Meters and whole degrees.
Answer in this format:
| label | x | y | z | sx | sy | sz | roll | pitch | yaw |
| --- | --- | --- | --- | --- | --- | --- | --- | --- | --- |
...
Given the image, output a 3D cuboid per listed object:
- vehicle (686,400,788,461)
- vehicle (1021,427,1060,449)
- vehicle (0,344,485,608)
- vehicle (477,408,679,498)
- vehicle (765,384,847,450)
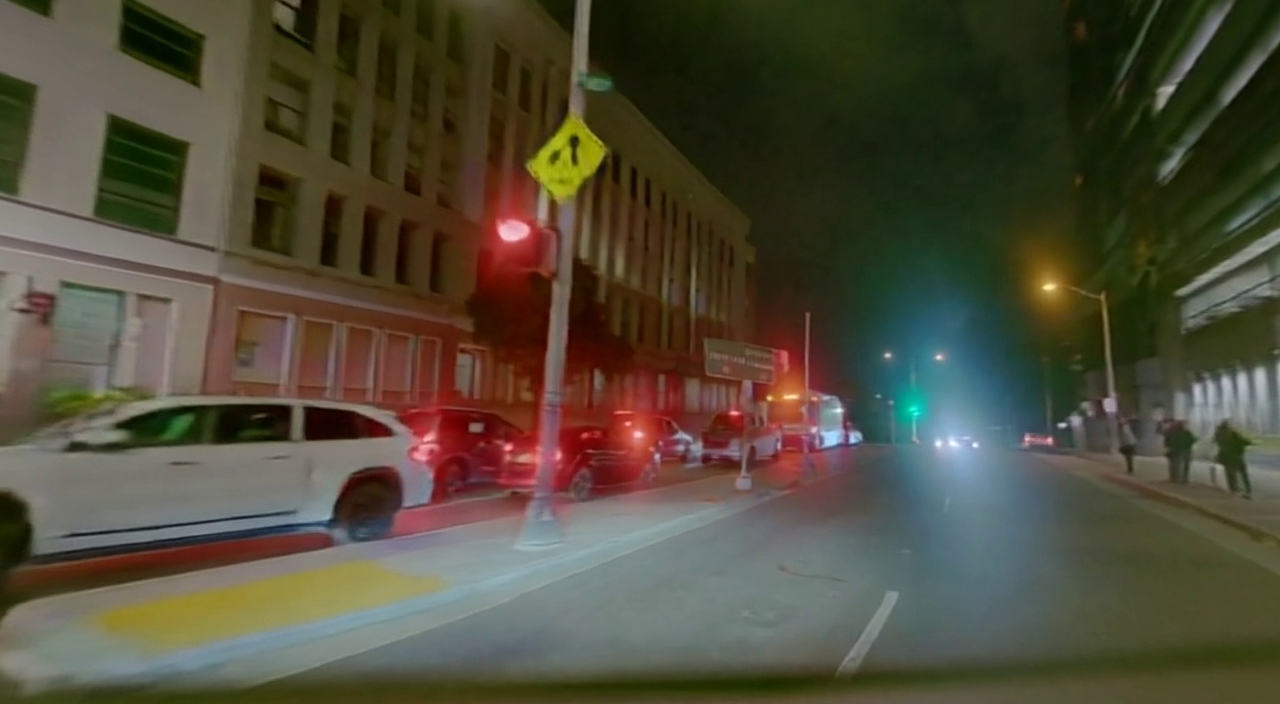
| label | x | y | z | sx | sy | sz | roll | pitch | yaw |
| --- | --- | --- | --- | --- | --- | --- | --- | --- | --- |
| vehicle | 3.452 | 2.737 | 21.717 | 1.988 | 1.855 | 4.599 | -4 | -9 | 28 |
| vehicle | 29.693 | 6.404 | 46.940 | 1.888 | 1.536 | 4.381 | -4 | -9 | 26 |
| vehicle | -4.177 | 1.199 | 6.896 | 2.053 | 1.798 | 4.841 | -4 | -9 | 28 |
| vehicle | -1.015 | 2.025 | 12.975 | 1.826 | 1.488 | 4.628 | -4 | -9 | 28 |
| vehicle | 7.740 | 3.101 | 29.004 | 2.268 | 2.708 | 5.699 | -4 | -9 | 28 |
